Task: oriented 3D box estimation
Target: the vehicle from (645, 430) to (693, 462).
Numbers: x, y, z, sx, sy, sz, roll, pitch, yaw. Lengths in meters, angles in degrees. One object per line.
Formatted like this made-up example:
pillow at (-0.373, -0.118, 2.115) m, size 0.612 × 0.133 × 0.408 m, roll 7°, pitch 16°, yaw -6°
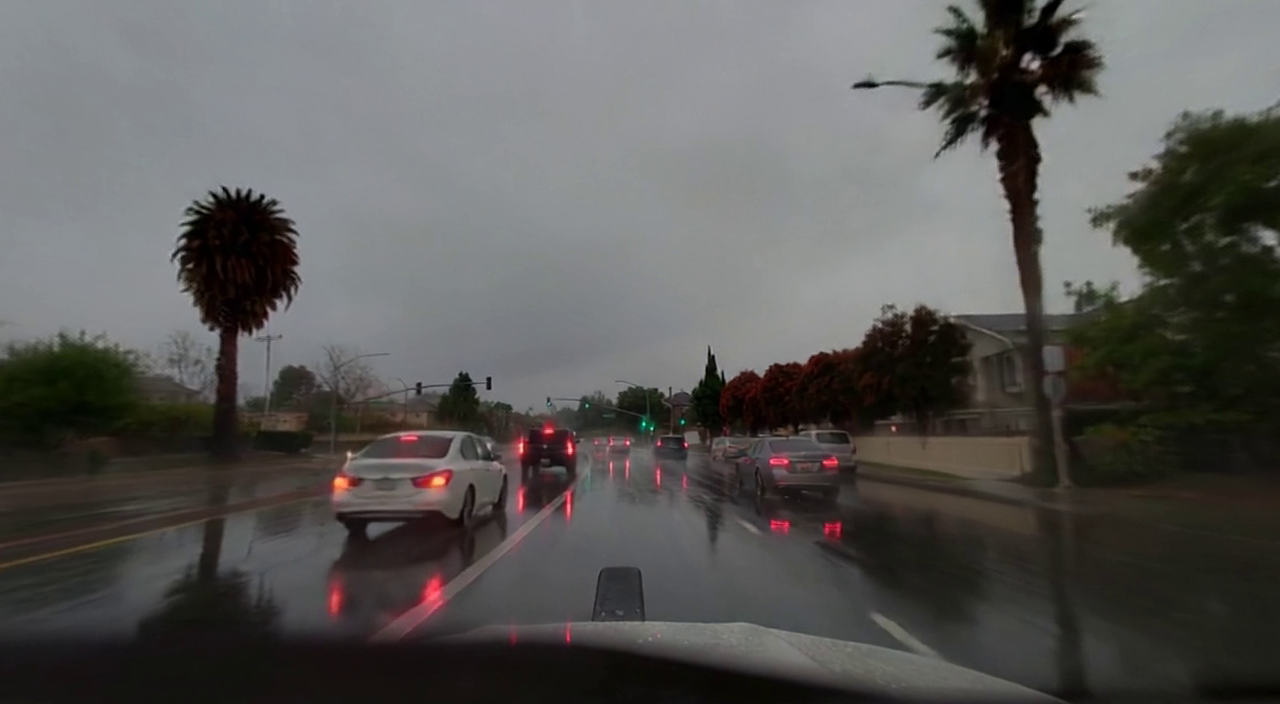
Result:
vehicle at (1.787, 6.158, 41.421) m, size 2.391 × 1.960 × 5.600 m, roll 1°, pitch -8°, yaw -5°

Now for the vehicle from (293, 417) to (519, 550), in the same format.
vehicle at (-3.200, 1.875, 9.686) m, size 1.922 × 1.577 × 4.140 m, roll 0°, pitch -8°, yaw -1°

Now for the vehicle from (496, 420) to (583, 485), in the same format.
vehicle at (-3.319, 3.511, 22.394) m, size 2.354 × 1.948 × 6.355 m, roll 0°, pitch -8°, yaw -3°

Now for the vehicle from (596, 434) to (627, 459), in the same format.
vehicle at (-2.230, 7.290, 48.793) m, size 2.164 × 1.867 × 4.254 m, roll 1°, pitch -8°, yaw -6°

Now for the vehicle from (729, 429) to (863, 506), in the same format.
vehicle at (3.358, 2.570, 14.485) m, size 1.870 × 1.491 × 4.009 m, roll 0°, pitch -8°, yaw -3°
